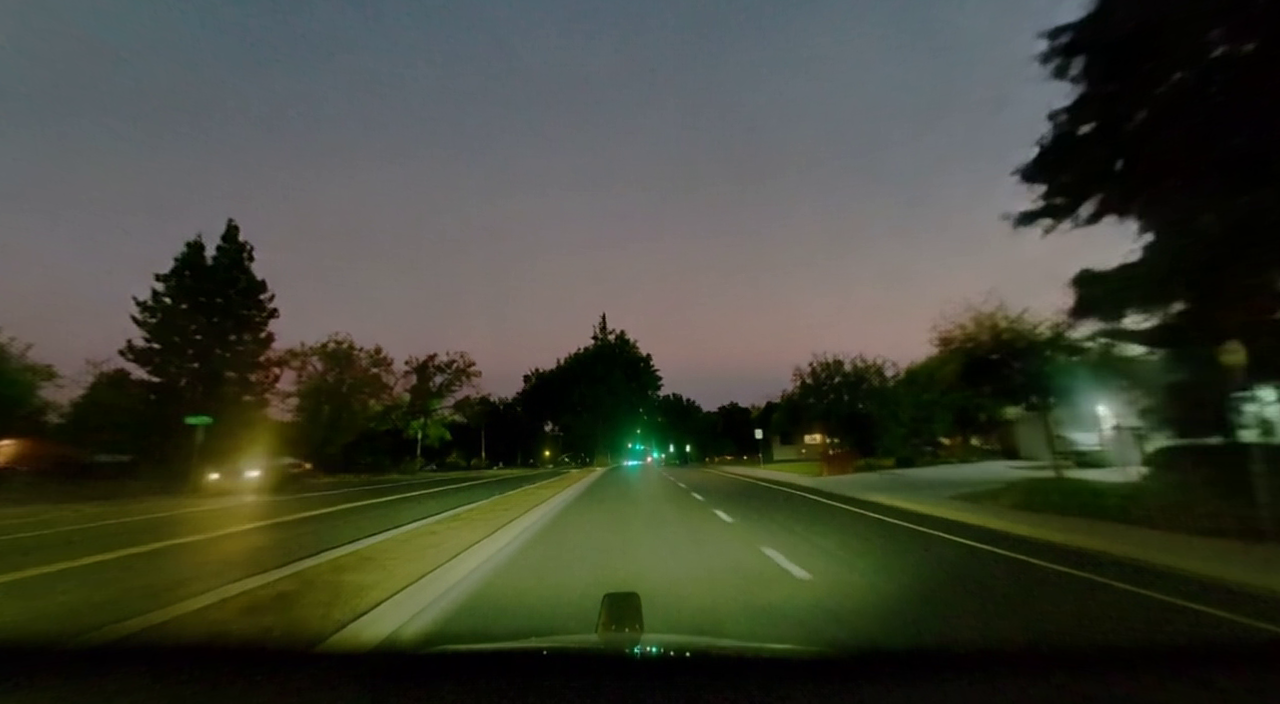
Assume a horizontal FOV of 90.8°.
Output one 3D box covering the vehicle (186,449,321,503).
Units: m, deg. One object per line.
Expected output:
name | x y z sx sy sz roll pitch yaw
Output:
vehicle | -12.427 4.016 20.758 2.068 1.502 4.643 0 -10 -8
